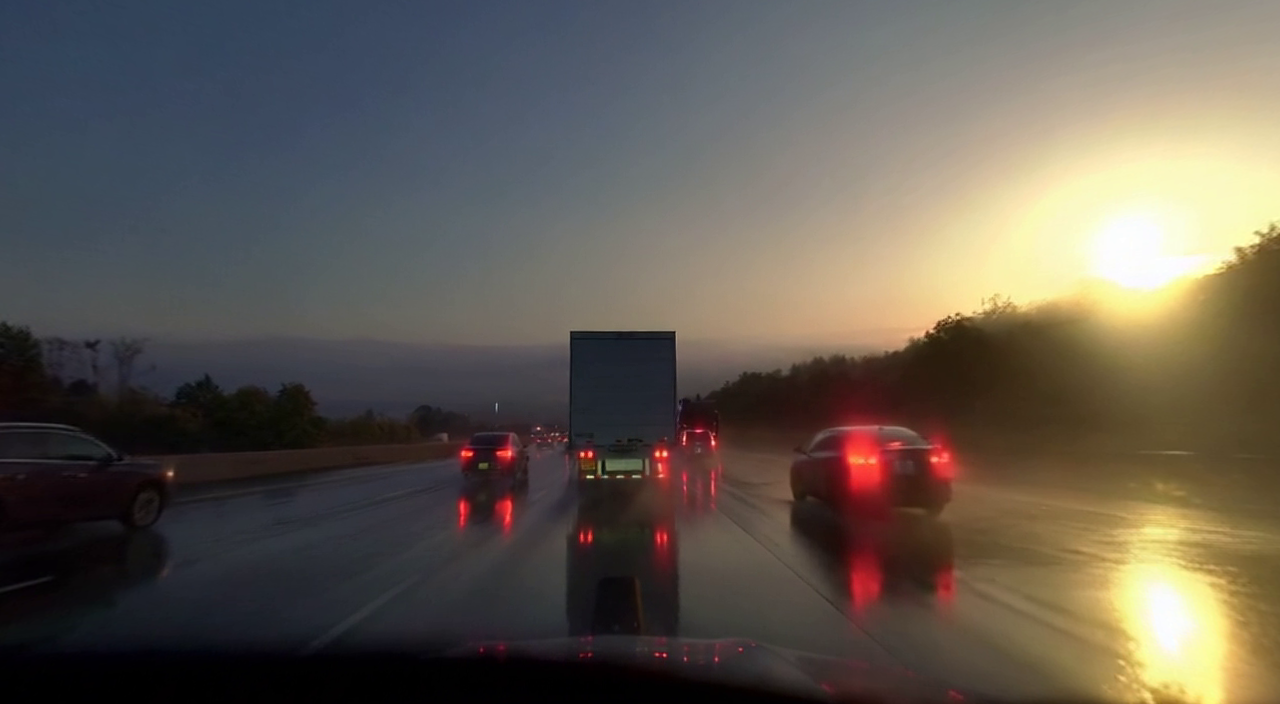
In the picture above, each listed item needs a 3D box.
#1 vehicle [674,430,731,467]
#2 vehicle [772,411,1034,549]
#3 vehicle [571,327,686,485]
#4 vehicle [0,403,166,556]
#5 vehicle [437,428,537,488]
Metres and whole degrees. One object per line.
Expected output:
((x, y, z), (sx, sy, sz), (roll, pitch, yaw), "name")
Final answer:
((2.671, 4.260, 27.977), (1.976, 1.513, 4.065), (0, -8, -2), "vehicle")
((3.419, 1.724, 9.222), (1.945, 1.529, 4.129), (0, -8, -2), "vehicle")
((-0.475, 2.023, 21.138), (2.938, 4.033, 9.980), (0, -8, -2), "vehicle")
((-7.929, 1.429, 7.136), (1.944, 1.653, 4.097), (0, -8, -1), "vehicle")
((-4.143, 2.910, 17.675), (1.882, 1.493, 3.828), (0, -8, -1), "vehicle")
